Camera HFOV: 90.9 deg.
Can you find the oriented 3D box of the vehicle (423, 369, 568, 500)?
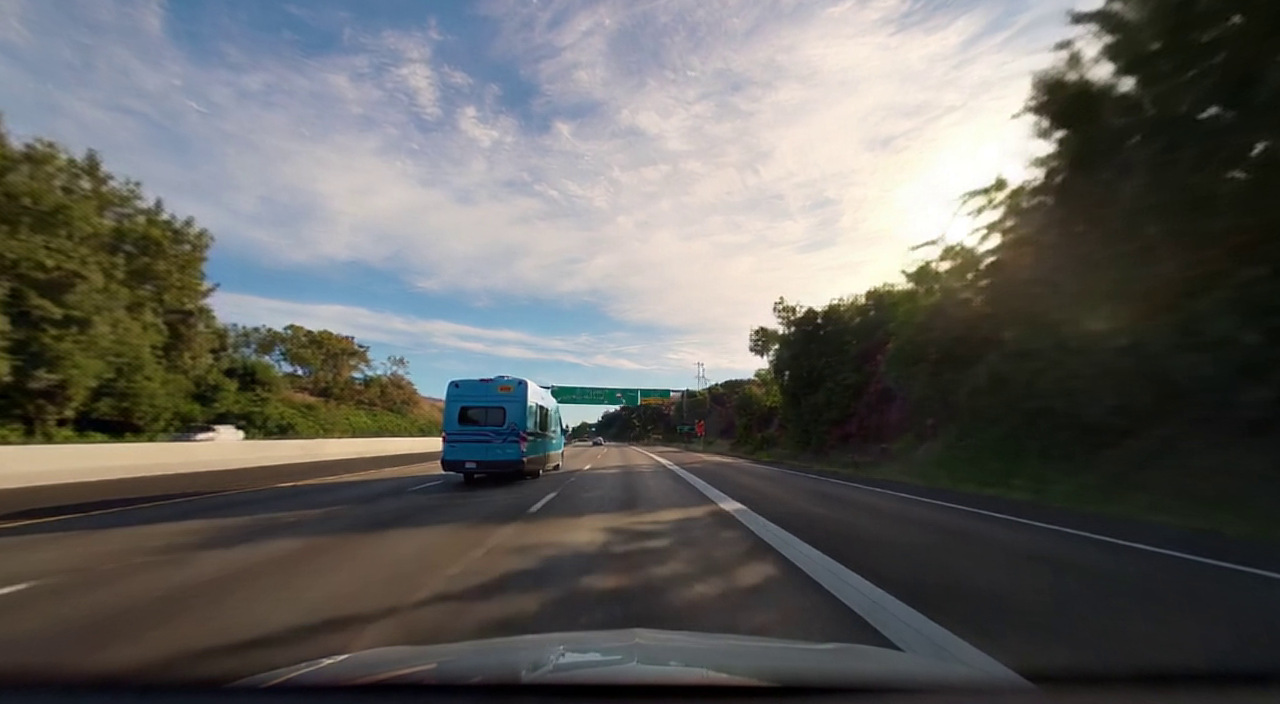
[{"bbox_3d":[-4.026,2.515,19.464,2.676,3.269,7.388,0,-7,0],"label":"vehicle"}]
